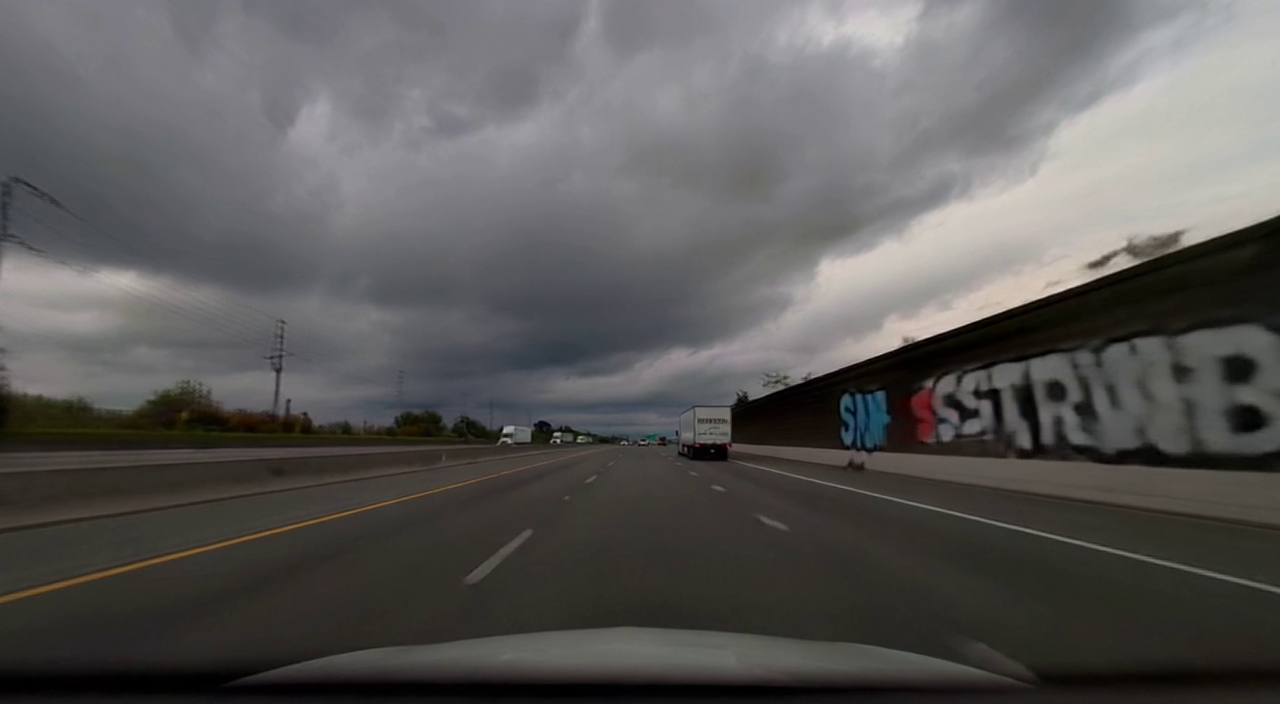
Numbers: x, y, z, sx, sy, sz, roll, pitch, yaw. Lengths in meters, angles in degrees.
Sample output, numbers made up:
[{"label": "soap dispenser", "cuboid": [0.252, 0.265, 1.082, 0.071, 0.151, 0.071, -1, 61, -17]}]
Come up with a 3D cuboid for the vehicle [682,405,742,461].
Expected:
[{"label": "vehicle", "cuboid": [4.835, 5.735, 44.344, 2.949, 3.470, 10.539, 0, -8, 0]}]
